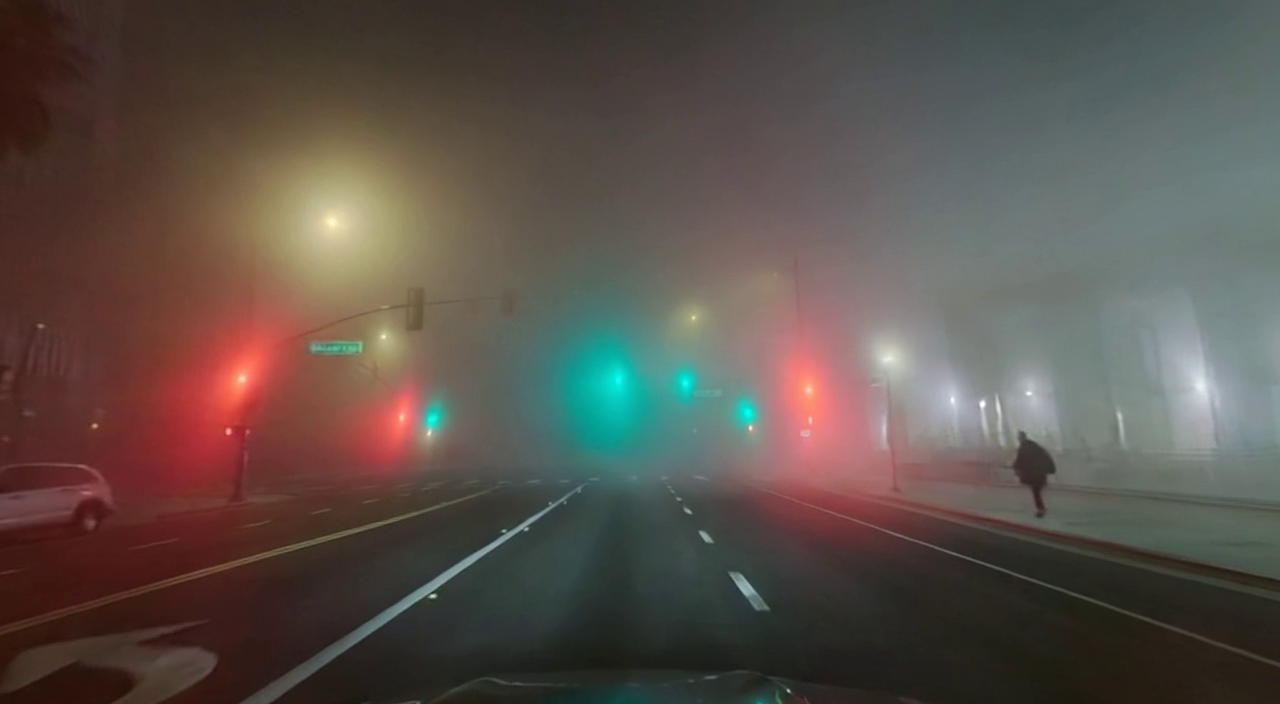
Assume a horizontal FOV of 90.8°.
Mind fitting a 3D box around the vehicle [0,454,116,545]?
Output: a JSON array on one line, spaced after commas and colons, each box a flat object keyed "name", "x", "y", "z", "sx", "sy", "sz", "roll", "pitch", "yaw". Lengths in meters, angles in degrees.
[{"name": "vehicle", "x": -13.202, "y": 3.021, "z": 12.697, "sx": 1.913, "sy": 1.694, "sz": 4.462, "roll": -5, "pitch": -8, "yaw": -6}]
